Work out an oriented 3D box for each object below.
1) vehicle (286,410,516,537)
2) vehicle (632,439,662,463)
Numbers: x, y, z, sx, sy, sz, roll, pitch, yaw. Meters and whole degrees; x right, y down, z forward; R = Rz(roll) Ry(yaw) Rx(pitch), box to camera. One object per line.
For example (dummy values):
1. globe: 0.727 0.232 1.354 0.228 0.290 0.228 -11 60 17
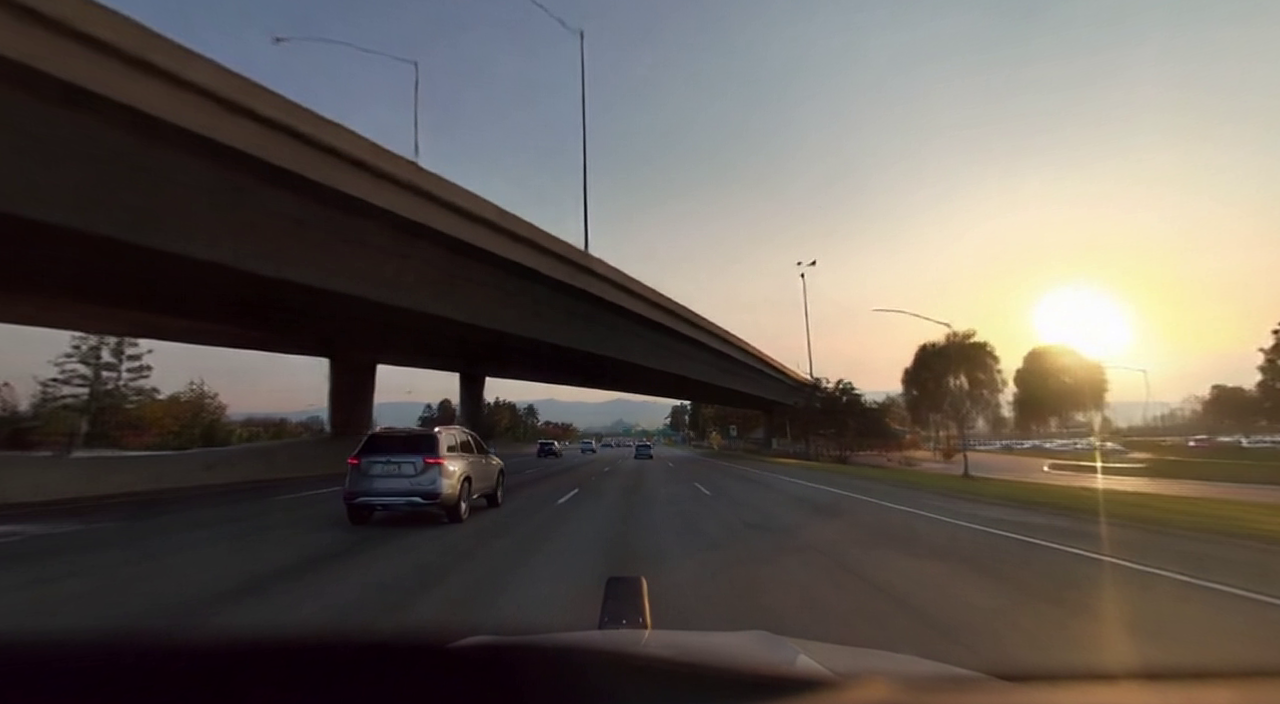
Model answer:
1. vehicle: -3.785 2.025 11.087 2.214 1.759 4.435 -1 -8 1
2. vehicle: 0.445 7.011 44.878 2.023 1.589 4.030 0 -8 0
